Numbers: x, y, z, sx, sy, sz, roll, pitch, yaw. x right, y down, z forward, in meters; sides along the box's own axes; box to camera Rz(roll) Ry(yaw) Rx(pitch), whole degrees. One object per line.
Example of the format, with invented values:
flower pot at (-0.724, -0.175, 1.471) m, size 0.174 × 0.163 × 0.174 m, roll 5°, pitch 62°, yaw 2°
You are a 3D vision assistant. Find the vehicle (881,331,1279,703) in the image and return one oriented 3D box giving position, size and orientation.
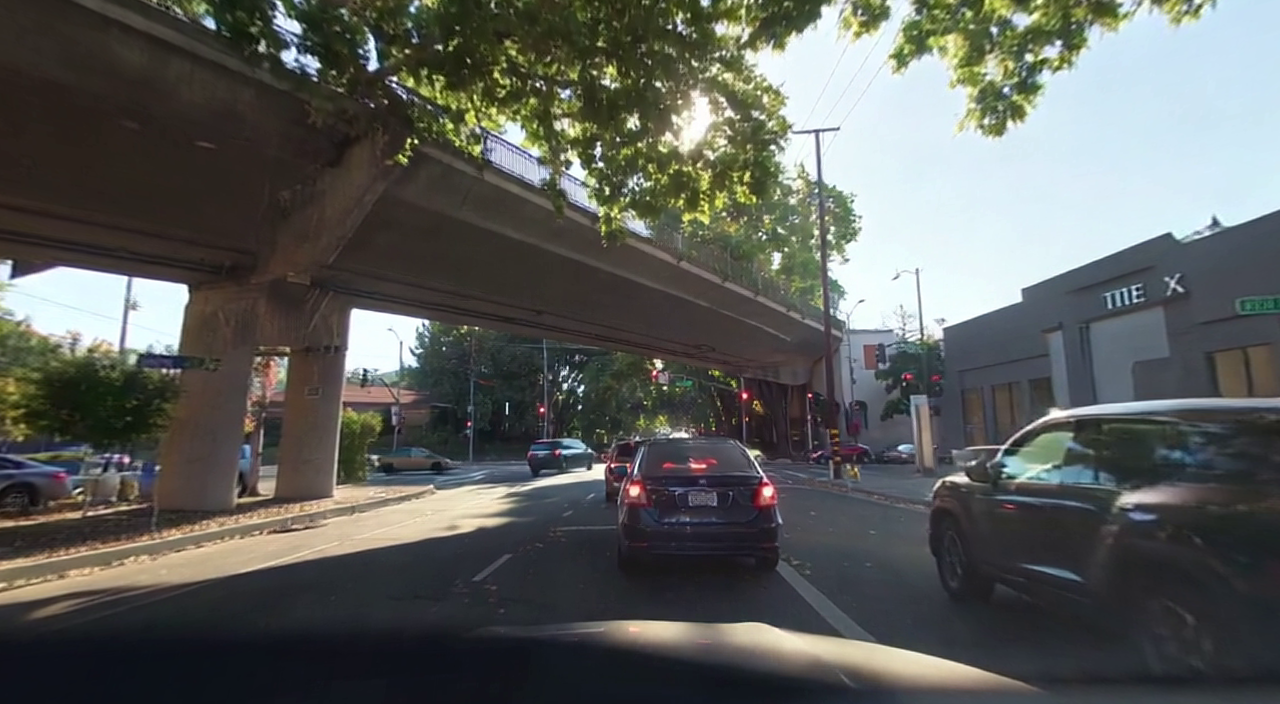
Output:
vehicle at (3.578, 1.087, 4.342) m, size 2.062 × 1.781 × 4.488 m, roll 0°, pitch -8°, yaw 1°

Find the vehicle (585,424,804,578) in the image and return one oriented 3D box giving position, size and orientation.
vehicle at (0.544, 1.749, 8.244) m, size 2.101 × 1.467 × 4.210 m, roll 0°, pitch -8°, yaw 1°

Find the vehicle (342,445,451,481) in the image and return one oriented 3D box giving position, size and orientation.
vehicle at (-10.911, 4.953, 28.568) m, size 1.873 × 1.462 × 4.283 m, roll -5°, pitch -10°, yaw 30°

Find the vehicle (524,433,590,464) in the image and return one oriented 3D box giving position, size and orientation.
vehicle at (-5.389, 6.417, 42.062) m, size 2.322 × 1.916 × 5.640 m, roll -3°, pitch -9°, yaw 16°

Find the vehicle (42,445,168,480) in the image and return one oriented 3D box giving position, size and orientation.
vehicle at (-26.741, 5.529, 31.652) m, size 4.474 × 1.673 × 2.010 m, roll 0°, pitch -8°, yaw 1°
